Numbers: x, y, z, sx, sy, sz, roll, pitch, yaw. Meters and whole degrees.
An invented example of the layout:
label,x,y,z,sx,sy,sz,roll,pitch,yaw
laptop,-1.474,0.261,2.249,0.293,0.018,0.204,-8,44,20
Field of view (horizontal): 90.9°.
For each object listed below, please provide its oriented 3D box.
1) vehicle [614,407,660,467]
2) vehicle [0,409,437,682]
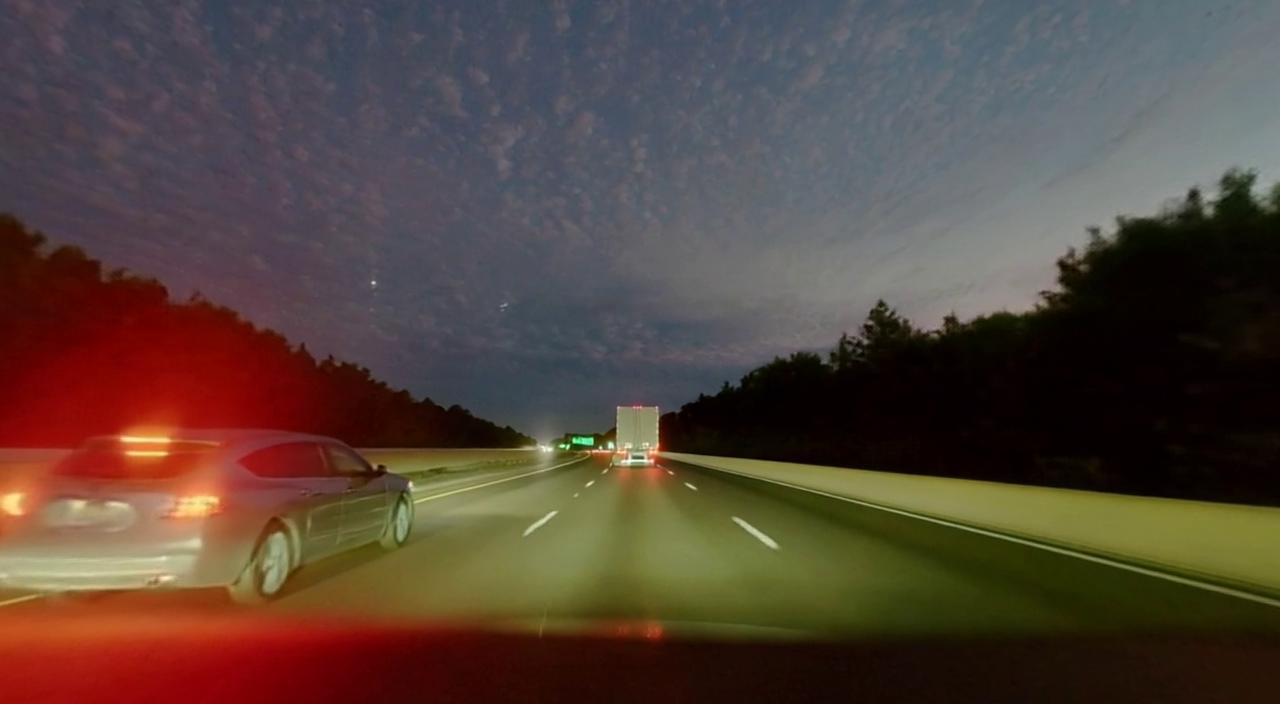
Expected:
label,x,y,z,sx,sy,sz,roll,pitch,yaw
vehicle,-0.431,6.468,47.126,2.962,3.953,10.696,0,-9,-3
vehicle,-3.754,1.437,5.918,2.080,1.488,4.781,0,-9,0
